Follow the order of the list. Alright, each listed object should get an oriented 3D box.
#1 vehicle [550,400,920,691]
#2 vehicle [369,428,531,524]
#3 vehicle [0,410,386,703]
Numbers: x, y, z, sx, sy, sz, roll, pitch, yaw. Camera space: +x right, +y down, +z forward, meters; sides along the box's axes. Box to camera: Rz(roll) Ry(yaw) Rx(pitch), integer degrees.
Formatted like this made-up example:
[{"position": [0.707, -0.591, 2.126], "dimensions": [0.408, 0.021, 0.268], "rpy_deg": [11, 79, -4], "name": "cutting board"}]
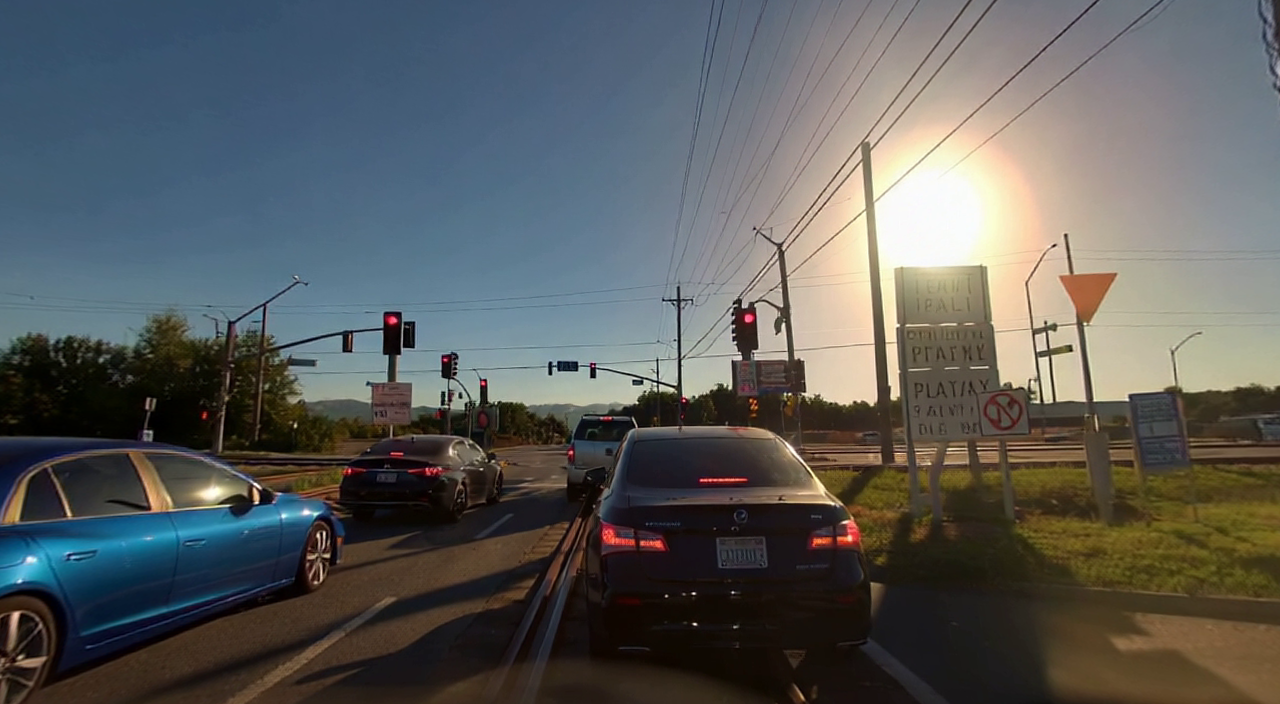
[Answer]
[{"position": [0.404, 1.327, 5.441], "dimensions": [1.998, 1.529, 3.960], "rpy_deg": [1, -9, -3], "name": "vehicle"}, {"position": [-3.356, 2.267, 12.072], "dimensions": [1.984, 1.505, 4.047], "rpy_deg": [0, -9, -2], "name": "vehicle"}, {"position": [-3.709, 1.252, 4.444], "dimensions": [1.956, 1.468, 4.585], "rpy_deg": [0, -9, 0], "name": "vehicle"}]
